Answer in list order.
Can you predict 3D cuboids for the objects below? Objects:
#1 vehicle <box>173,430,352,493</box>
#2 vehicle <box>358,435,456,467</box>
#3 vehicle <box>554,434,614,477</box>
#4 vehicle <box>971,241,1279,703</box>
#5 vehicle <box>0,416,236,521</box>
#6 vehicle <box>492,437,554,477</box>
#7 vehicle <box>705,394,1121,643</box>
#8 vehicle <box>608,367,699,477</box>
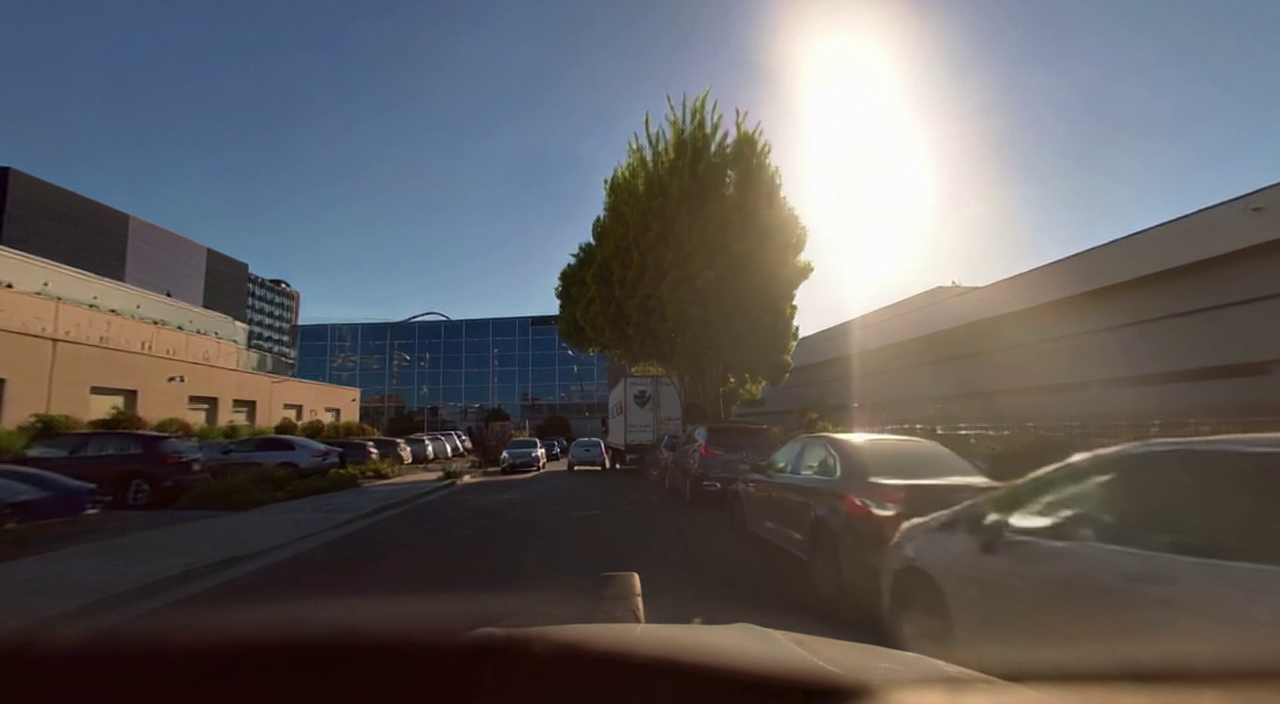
[{"bbox_3d":[-9.859,2.863,16.727,3.569,1.520,1.797,1,-8,-7],"label":"vehicle"},{"bbox_3d":[-11.053,4.725,30.106,4.015,1.461,1.903,1,-8,-8],"label":"vehicle"},{"bbox_3d":[-2.171,4.013,24.720,2.160,1.498,3.909,0,-8,-4],"label":"vehicle"},{"bbox_3d":[2.510,0.602,1.730,1.686,1.786,2.276,-1,-9,-6],"label":"vehicle"},{"bbox_3d":[-10.364,2.281,12.792,1.996,1.719,4.382,3,-9,-11],"label":"vehicle"},{"bbox_3d":[-4.717,4.258,25.902,1.989,1.481,4.008,0,-8,-3],"label":"vehicle"},{"bbox_3d":[2.133,1.437,6.575,1.900,1.644,4.448,1,-8,-7],"label":"vehicle"},{"bbox_3d":[0.147,3.628,30.821,2.865,4.113,14.471,1,-8,-5],"label":"vehicle"}]
